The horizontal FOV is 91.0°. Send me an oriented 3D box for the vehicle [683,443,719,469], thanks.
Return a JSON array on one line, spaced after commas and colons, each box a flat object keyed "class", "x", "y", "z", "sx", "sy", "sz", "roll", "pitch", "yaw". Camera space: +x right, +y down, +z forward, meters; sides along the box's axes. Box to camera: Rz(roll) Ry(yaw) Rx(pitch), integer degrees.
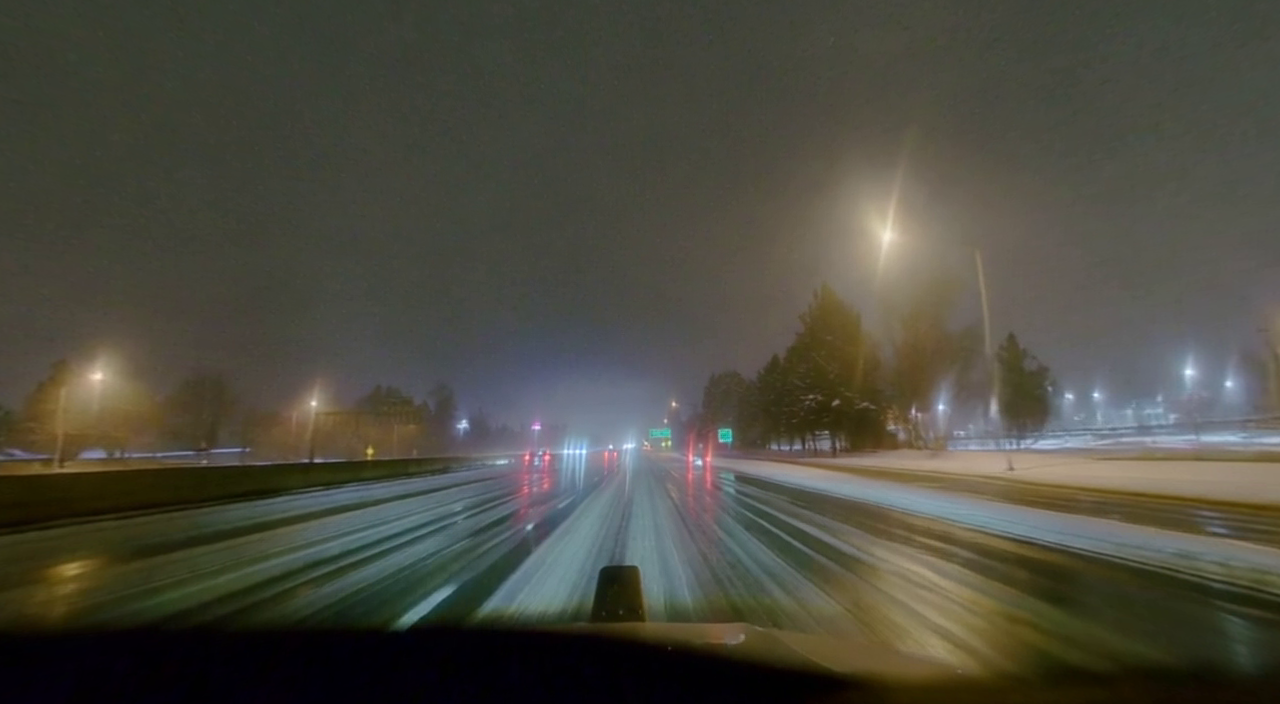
[{"class": "vehicle", "x": 4.177, "y": 7.206, "z": 43.663, "sx": 2.047, "sy": 1.662, "sz": 4.243, "roll": 0, "pitch": -9, "yaw": -1}]
